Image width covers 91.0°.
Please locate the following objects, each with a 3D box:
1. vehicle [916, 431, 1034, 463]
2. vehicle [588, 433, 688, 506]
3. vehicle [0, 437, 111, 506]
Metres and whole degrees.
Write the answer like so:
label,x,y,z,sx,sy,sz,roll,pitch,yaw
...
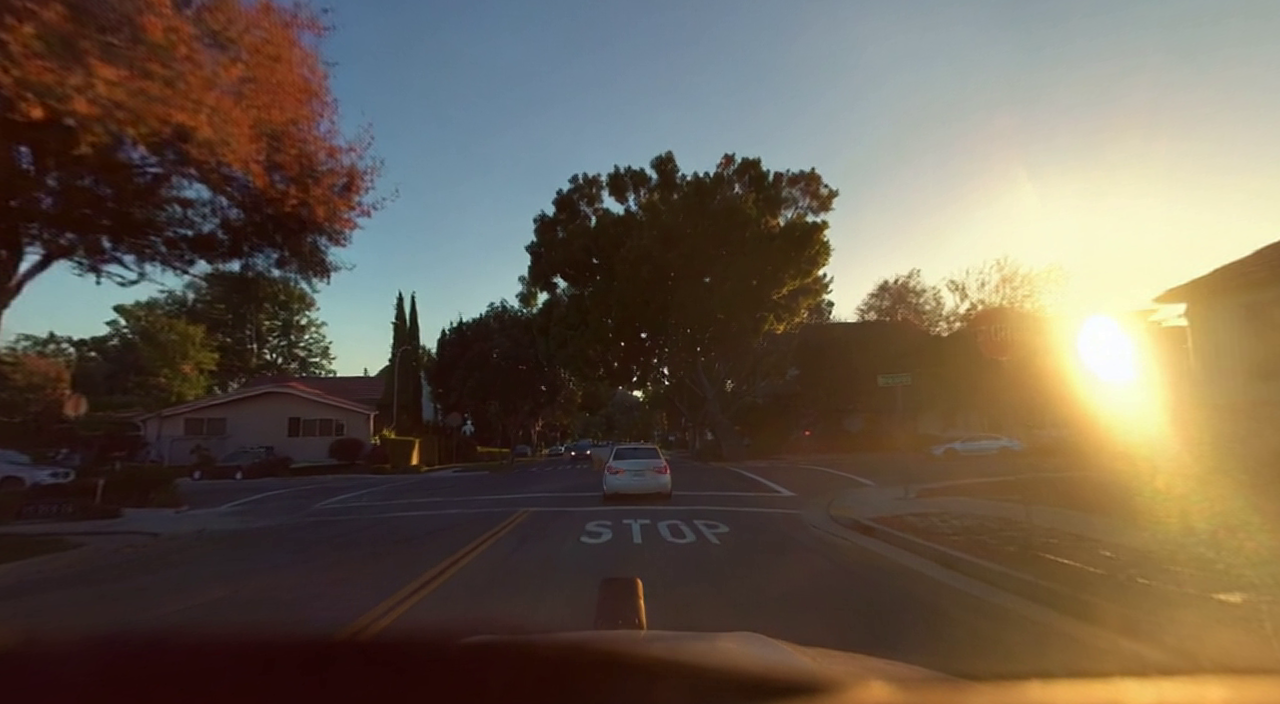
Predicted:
label,x,y,z,sx,sy,sz,roll,pitch,yaw
vehicle,16.598,4.725,31.342,4.748,1.488,2.029,1,-9,-4
vehicle,-0.106,2.743,15.124,2.043,1.484,4.340,0,-9,-2
vehicle,-20.872,3.924,20.010,5.796,1.946,2.391,-3,-10,-4
